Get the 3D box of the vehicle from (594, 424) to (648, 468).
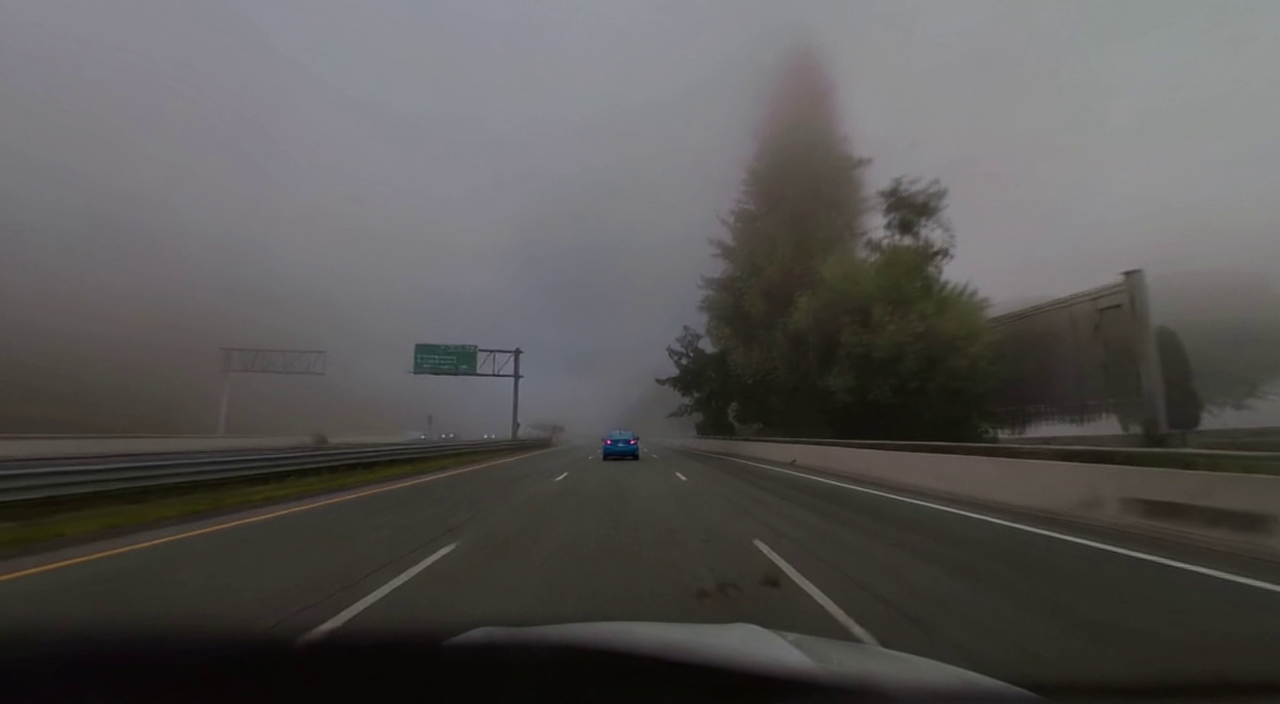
[{"bbox_3d":[-0.771,3.795,25.703,2.020,1.633,3.942,0,-8,-2],"label":"vehicle"}]
